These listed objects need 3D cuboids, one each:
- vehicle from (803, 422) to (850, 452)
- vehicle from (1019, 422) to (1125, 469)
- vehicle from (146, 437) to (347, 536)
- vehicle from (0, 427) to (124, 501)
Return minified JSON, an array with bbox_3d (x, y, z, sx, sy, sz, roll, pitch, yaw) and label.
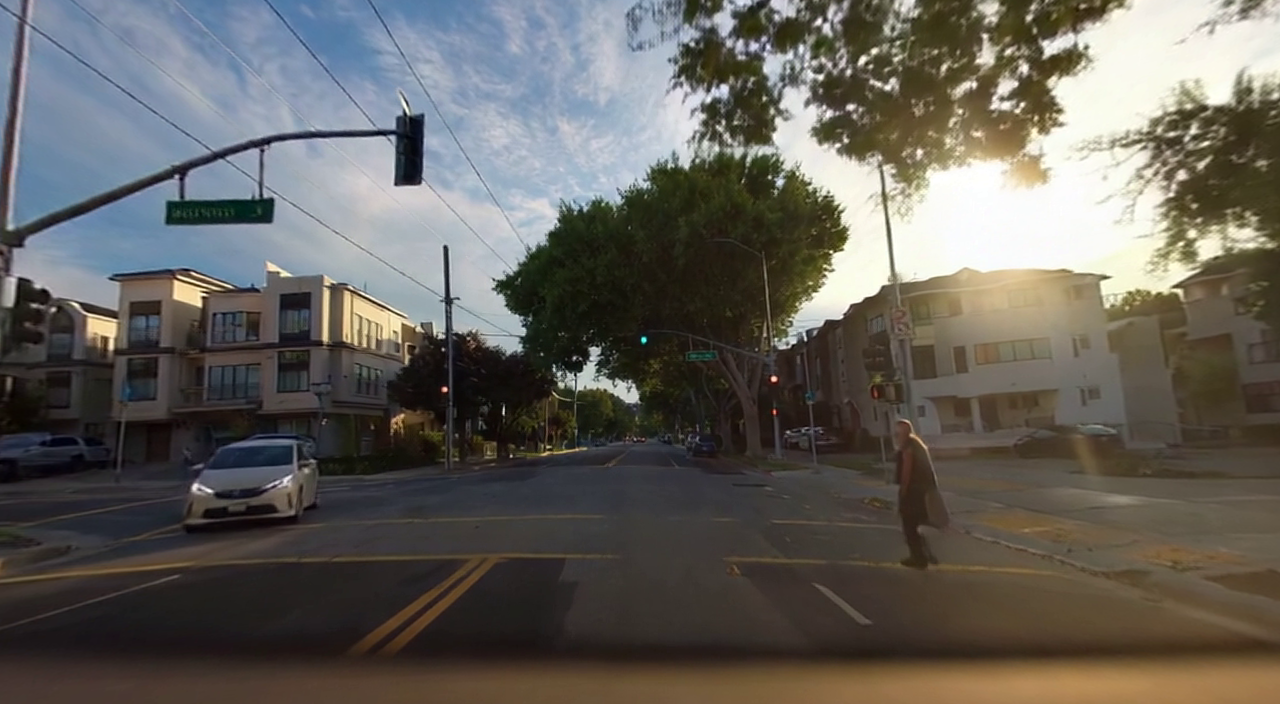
[{"bbox_3d":[11.447,5.296,39.035,1.950,1.714,4.245,-1,-9,6],"label":"vehicle"},{"bbox_3d":[17.124,3.760,25.314,2.013,1.722,4.007,-2,-9,12],"label":"vehicle"},{"bbox_3d":[-7.151,2.373,11.347,4.135,1.424,1.945,-12,-14,42],"label":"vehicle"},{"bbox_3d":[-17.561,3.117,17.334,4.804,1.842,2.171,-2,-8,-2],"label":"vehicle"}]
